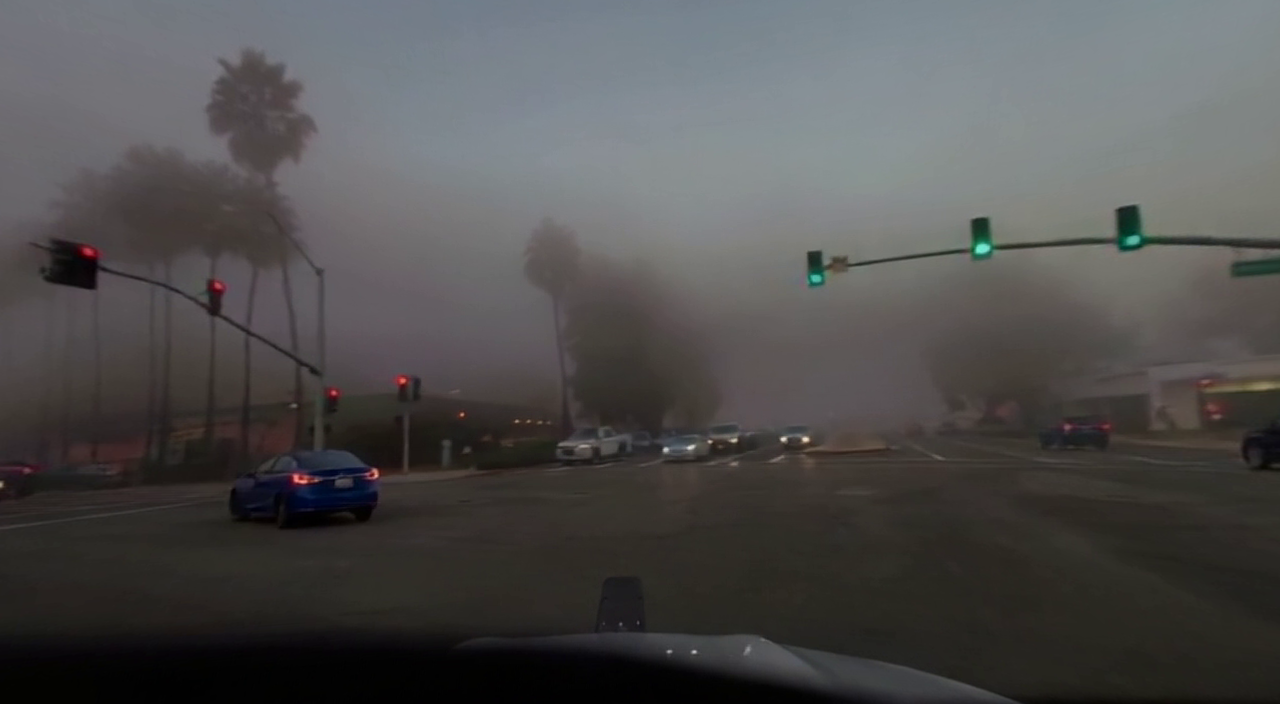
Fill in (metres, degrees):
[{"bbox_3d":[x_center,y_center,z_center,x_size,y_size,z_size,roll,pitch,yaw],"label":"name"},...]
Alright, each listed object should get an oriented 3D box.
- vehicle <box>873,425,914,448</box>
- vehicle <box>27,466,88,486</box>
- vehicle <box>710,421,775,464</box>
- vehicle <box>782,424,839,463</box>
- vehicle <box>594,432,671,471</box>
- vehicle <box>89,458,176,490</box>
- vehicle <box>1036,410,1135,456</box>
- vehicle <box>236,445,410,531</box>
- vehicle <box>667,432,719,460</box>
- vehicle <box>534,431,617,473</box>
[{"bbox_3d":[16.996,5.697,42.559,1.977,1.449,4.254,-2,-9,14],"label":"vehicle"},{"bbox_3d":[-45.706,9.712,49.564,3.752,1.419,1.664,-2,-9,15],"label":"vehicle"},{"bbox_3d":[4.578,3.969,27.707,2.187,1.740,4.022,-3,-9,17],"label":"vehicle"},{"bbox_3d":[7.309,3.852,26.808,2.041,1.473,4.221,-3,-8,18],"label":"vehicle"},{"bbox_3d":[-0.213,4.225,26.968,2.041,1.498,4.348,-3,-9,17],"label":"vehicle"},{"bbox_3d":[-35.824,8.616,44.683,1.952,1.817,4.332,-6,-8,23],"label":"vehicle"},{"bbox_3d":[19.901,3.695,28.492,2.059,1.859,4.690,-2,-9,16],"label":"vehicle"},{"bbox_3d":[-6.776,2.714,13.297,2.089,1.471,4.206,7,-11,-42],"label":"vehicle"},{"bbox_3d":[3.084,5.322,35.903,1.973,1.474,4.495,-3,-9,17],"label":"vehicle"},{"bbox_3d":[-2.817,4.483,28.576,2.090,1.593,4.176,-5,-7,18],"label":"vehicle"}]
